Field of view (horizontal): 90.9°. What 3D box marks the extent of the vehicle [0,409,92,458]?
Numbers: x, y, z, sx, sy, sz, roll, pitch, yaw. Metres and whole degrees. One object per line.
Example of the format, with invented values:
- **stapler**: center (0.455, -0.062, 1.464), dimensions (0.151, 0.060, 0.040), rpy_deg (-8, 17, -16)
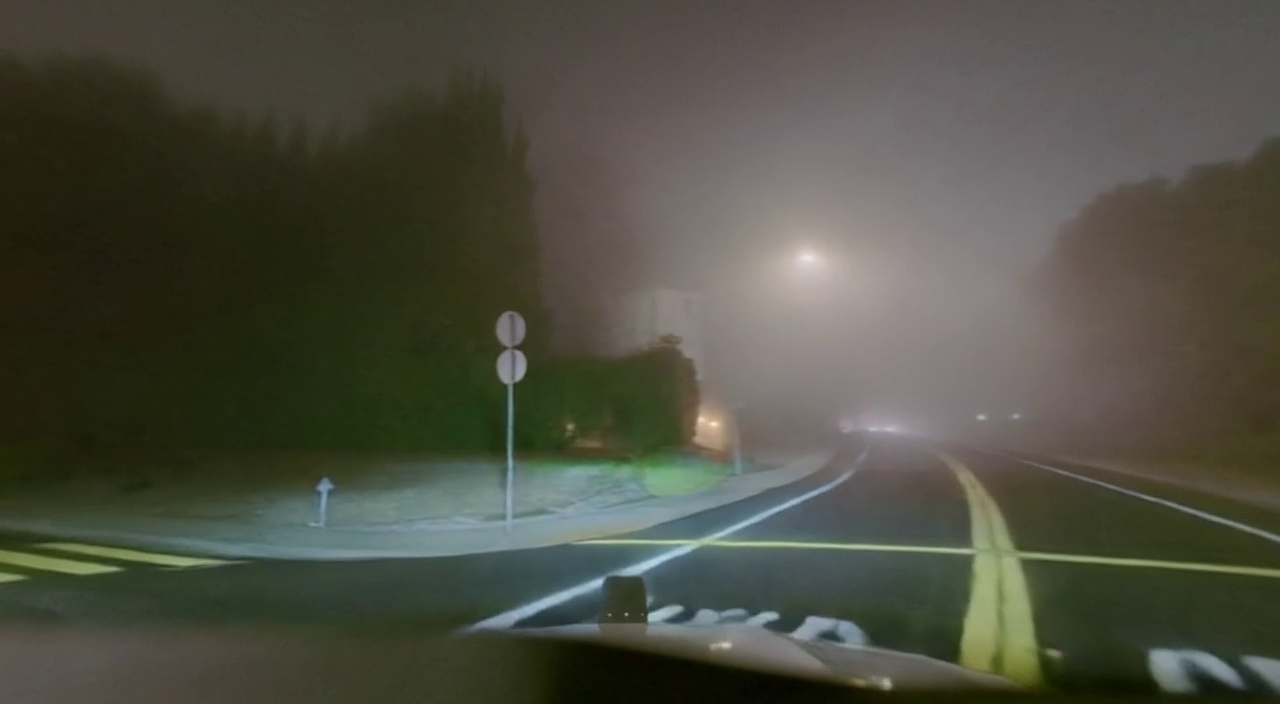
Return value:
- **vehicle**: center (-20.400, 2.771, 21.200), dimensions (4.629, 1.477, 1.860), rpy_deg (-6, -11, 36)
